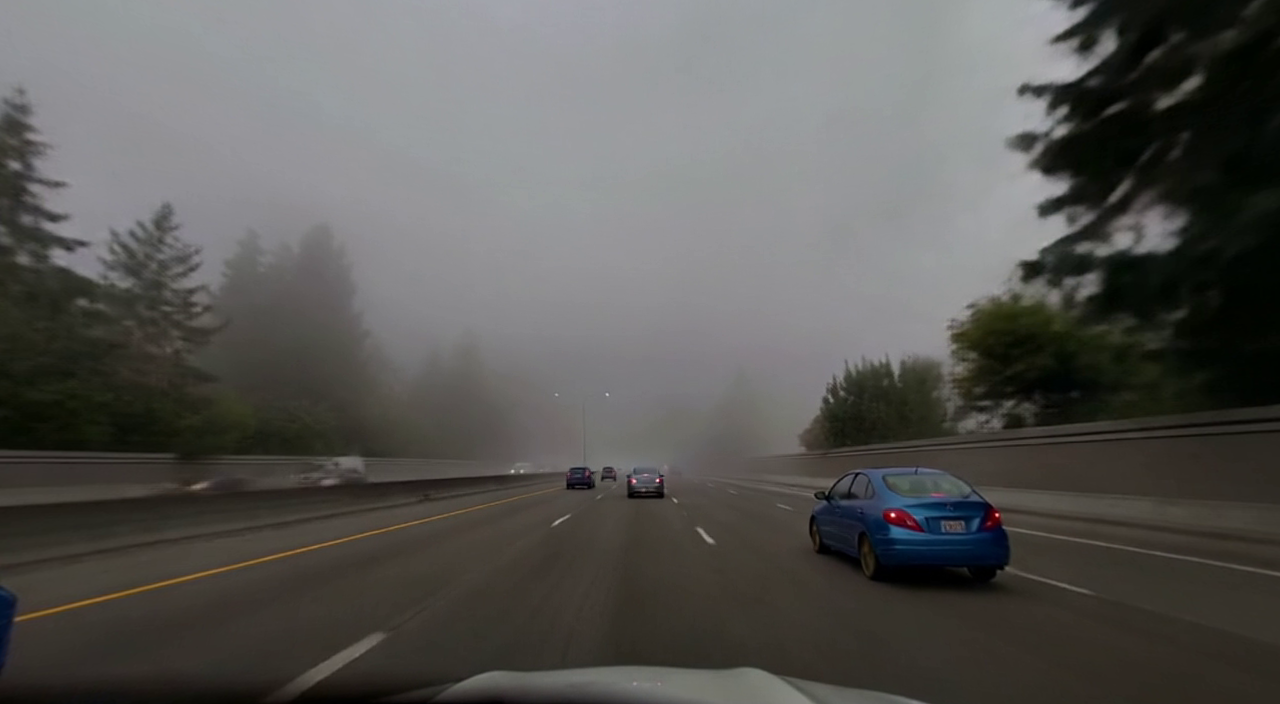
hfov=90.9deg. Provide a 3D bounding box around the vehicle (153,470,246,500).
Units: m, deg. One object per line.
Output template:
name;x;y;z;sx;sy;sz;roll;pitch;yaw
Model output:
vehicle;-23.159;6.995;33.339;1.760;1.441;4.193;1;-10;1

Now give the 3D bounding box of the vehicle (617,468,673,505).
vehicle;0.209;5.774;27.356;2.241;1.425;3.973;1;-10;0

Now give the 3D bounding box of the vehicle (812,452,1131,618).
vehicle;3.747;2.132;8.077;1.938;1.561;3.786;1;-10;-1

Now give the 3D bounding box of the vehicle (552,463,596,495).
vehicle;-3.775;7.358;36.628;2.021;1.706;4.247;1;-10;1

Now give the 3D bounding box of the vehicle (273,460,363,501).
vehicle;-15.618;6.254;30.824;2.045;1.793;4.254;1;-10;0

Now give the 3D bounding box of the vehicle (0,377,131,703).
vehicle;-3.960;0.659;1.372;1.999;1.659;4.340;1;-10;0
